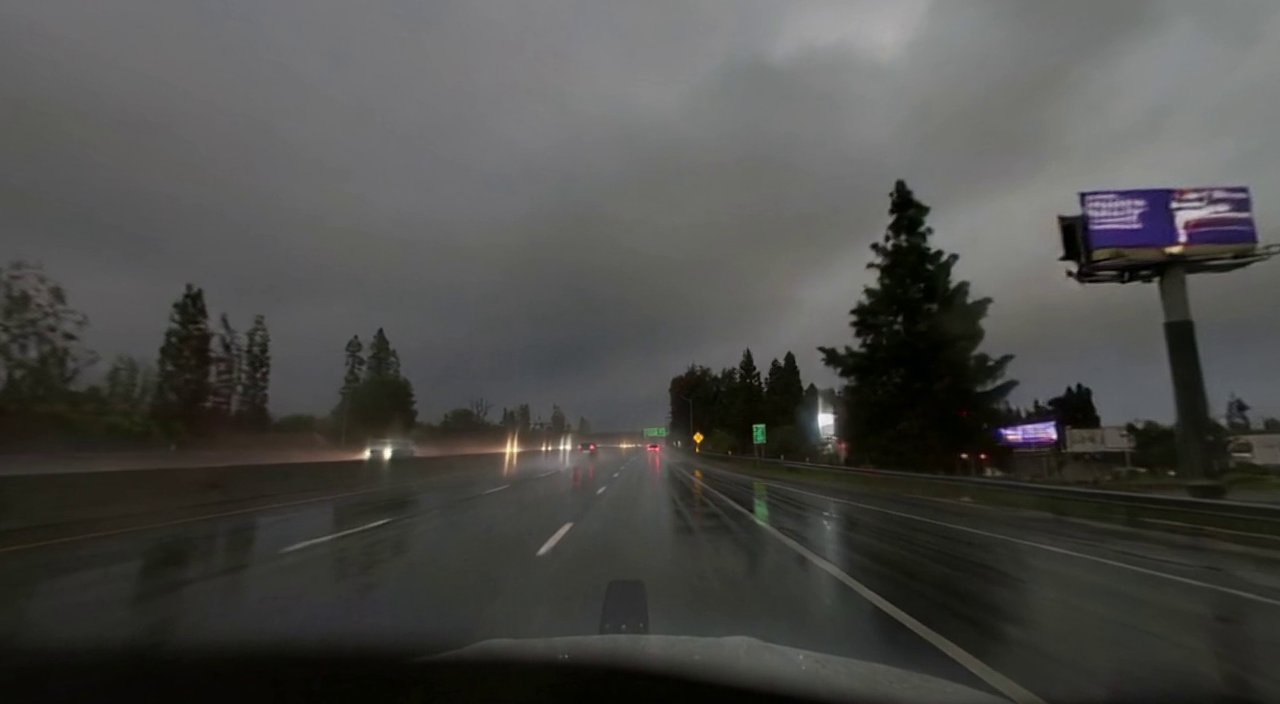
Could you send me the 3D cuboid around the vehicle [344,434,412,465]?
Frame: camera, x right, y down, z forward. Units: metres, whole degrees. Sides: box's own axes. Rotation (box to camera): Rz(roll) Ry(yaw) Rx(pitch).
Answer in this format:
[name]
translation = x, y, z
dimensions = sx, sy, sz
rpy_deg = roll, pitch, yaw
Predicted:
[vehicle]
translation = -17.218, 6.448, 41.684
dimensions = 2.259, 1.904, 4.708
rpy_deg = 0, -8, 3
